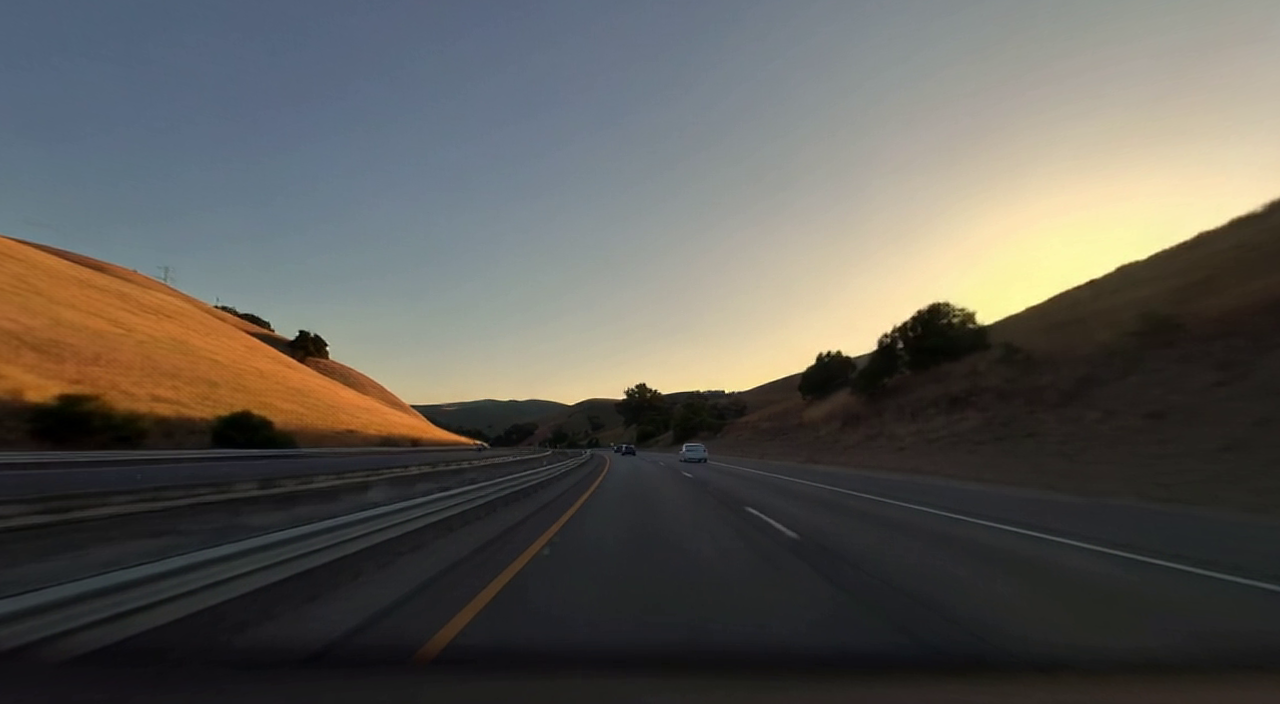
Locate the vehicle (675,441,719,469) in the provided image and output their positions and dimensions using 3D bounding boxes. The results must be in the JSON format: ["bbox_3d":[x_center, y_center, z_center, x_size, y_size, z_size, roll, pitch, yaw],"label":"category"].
[{"bbox_3d":[3.341,6.161,37.962,1.960,1.516,4.657,0,-8,-3],"label":"vehicle"}]
